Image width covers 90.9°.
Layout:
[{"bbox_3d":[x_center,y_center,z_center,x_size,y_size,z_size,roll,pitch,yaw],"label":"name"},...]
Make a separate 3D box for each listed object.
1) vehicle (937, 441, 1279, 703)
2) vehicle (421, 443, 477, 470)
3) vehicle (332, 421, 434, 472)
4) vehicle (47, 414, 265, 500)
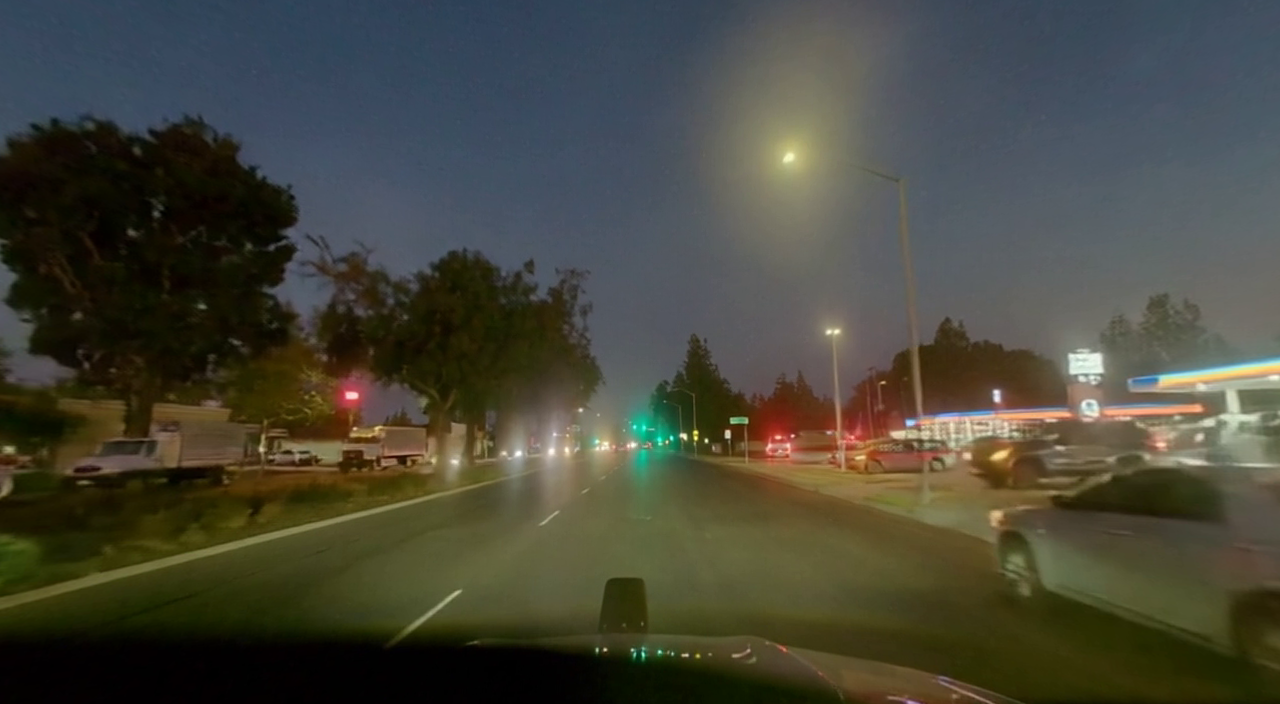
[{"bbox_3d":[4.092,1.353,4.439,1.963,1.411,4.637,-1,-9,3],"label":"vehicle"},{"bbox_3d":[-11.252,6.192,37.453,1.860,1.495,4.409,0,-9,1],"label":"vehicle"},{"bbox_3d":[-18.698,7.051,46.911,2.958,3.304,10.523,0,-9,1],"label":"vehicle"},{"bbox_3d":[-18.876,4.161,25.400,2.837,2.953,7.214,0,-9,2],"label":"vehicle"}]
